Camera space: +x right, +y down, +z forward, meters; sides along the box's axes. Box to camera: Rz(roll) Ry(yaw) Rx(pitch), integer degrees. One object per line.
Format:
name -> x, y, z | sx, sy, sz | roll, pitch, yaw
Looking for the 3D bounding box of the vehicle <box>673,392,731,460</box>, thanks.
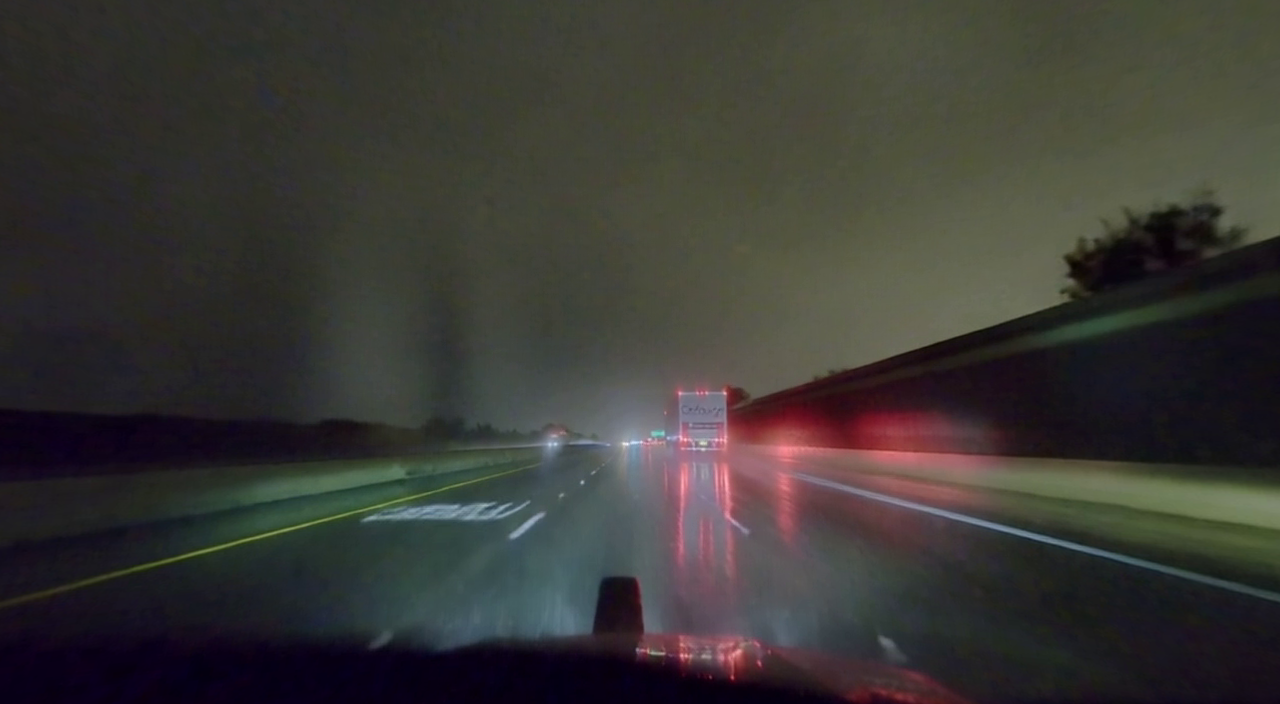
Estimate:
vehicle -> 3.844, 4.986, 41.402 | 2.840, 3.947, 8.920 | 0, -8, 0
